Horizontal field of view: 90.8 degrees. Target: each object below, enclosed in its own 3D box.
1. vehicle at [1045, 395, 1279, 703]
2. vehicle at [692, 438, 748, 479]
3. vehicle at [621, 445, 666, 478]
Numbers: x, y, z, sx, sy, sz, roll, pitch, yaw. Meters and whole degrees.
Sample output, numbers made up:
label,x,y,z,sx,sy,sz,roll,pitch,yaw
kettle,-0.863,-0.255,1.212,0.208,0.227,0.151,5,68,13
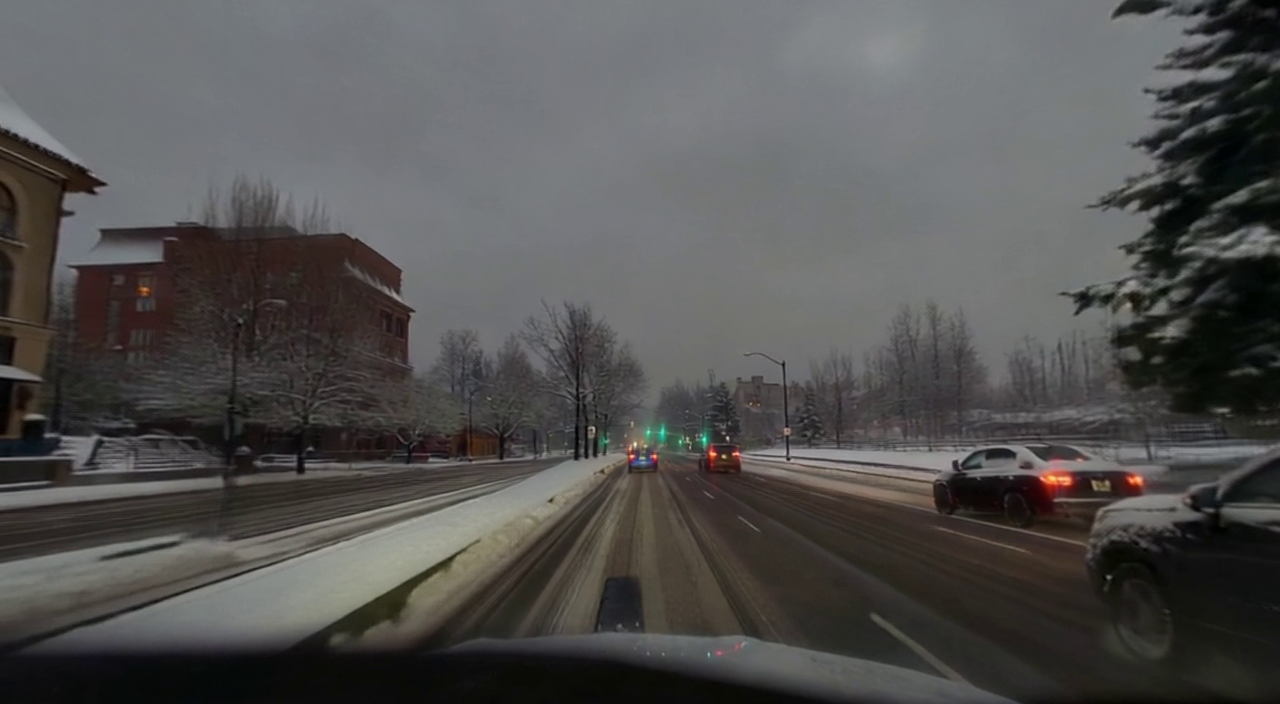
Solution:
label,x,y,z,sx,sy,sz,roll,pitch,yaw
vehicle,3.778,0.898,2.363,1.937,1.538,3.832,0,-9,0
vehicle,3.721,5.050,30.152,2.036,1.757,4.300,0,-9,-1
vehicle,0.163,5.258,30.555,2.054,1.446,3.969,0,-9,0
